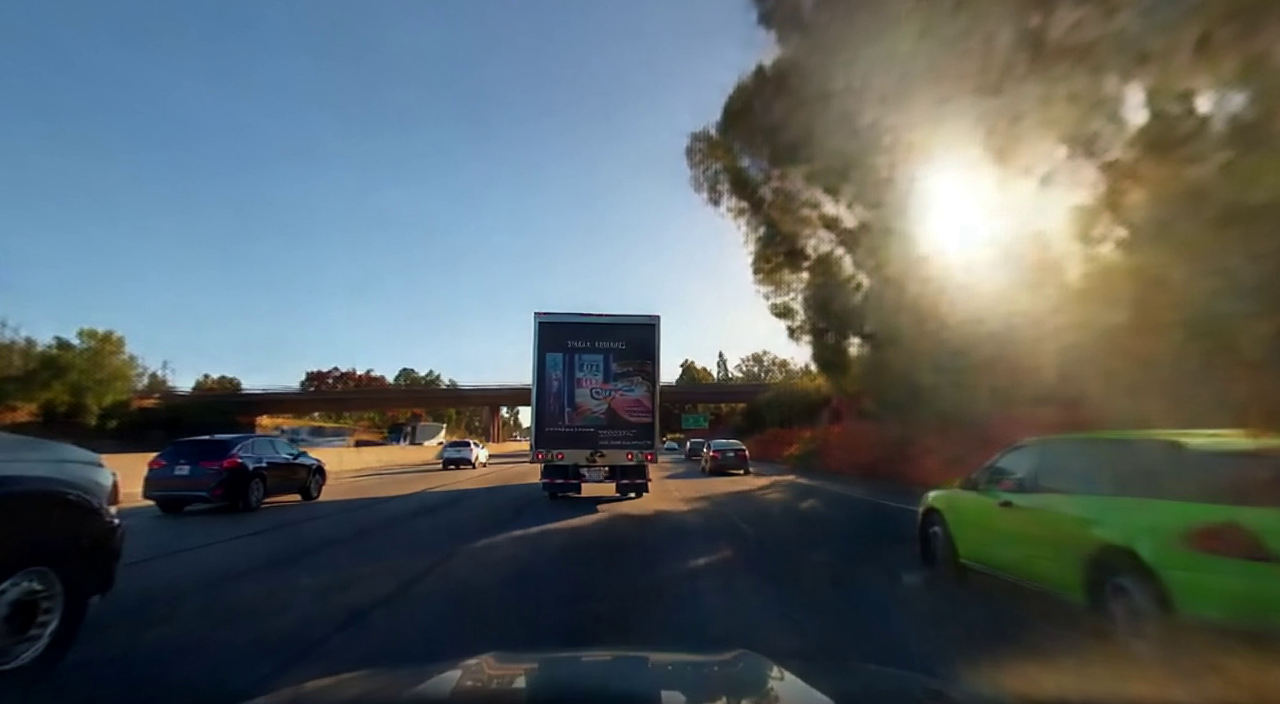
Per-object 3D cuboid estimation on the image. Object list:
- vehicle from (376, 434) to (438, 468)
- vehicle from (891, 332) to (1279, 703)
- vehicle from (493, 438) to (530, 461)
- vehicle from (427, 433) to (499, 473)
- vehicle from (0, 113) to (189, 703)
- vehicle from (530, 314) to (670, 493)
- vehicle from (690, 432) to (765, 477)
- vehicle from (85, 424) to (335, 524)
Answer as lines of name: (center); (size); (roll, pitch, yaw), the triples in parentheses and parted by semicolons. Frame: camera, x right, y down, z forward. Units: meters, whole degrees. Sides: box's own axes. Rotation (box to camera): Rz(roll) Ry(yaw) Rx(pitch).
vehicle: (-16.920, 7.191, 46.001); (2.446, 2.276, 5.514); (0, -8, 0)
vehicle: (3.571, 0.924, 3.802); (2.118, 1.647, 4.400); (0, -8, -2)
vehicle: (-8.907, 6.784, 43.896); (1.845, 1.488, 3.656); (0, -8, 0)
vehicle: (-8.098, 4.617, 29.210); (2.057, 1.698, 4.550); (0, -8, -1)
vehicle: (-3.810, 0.124, 0.592); (2.660, 2.637, 5.634); (0, -8, -2)
vehicle: (-1.164, 1.737, 18.299); (2.911, 3.787, 9.905); (0, -8, -4)
vehicle: (3.178, 3.821, 23.763); (2.003, 1.519, 4.580); (0, -8, -3)
vehicle: (-8.354, 2.362, 12.883); (2.048, 1.652, 4.421); (0, -8, -2)
